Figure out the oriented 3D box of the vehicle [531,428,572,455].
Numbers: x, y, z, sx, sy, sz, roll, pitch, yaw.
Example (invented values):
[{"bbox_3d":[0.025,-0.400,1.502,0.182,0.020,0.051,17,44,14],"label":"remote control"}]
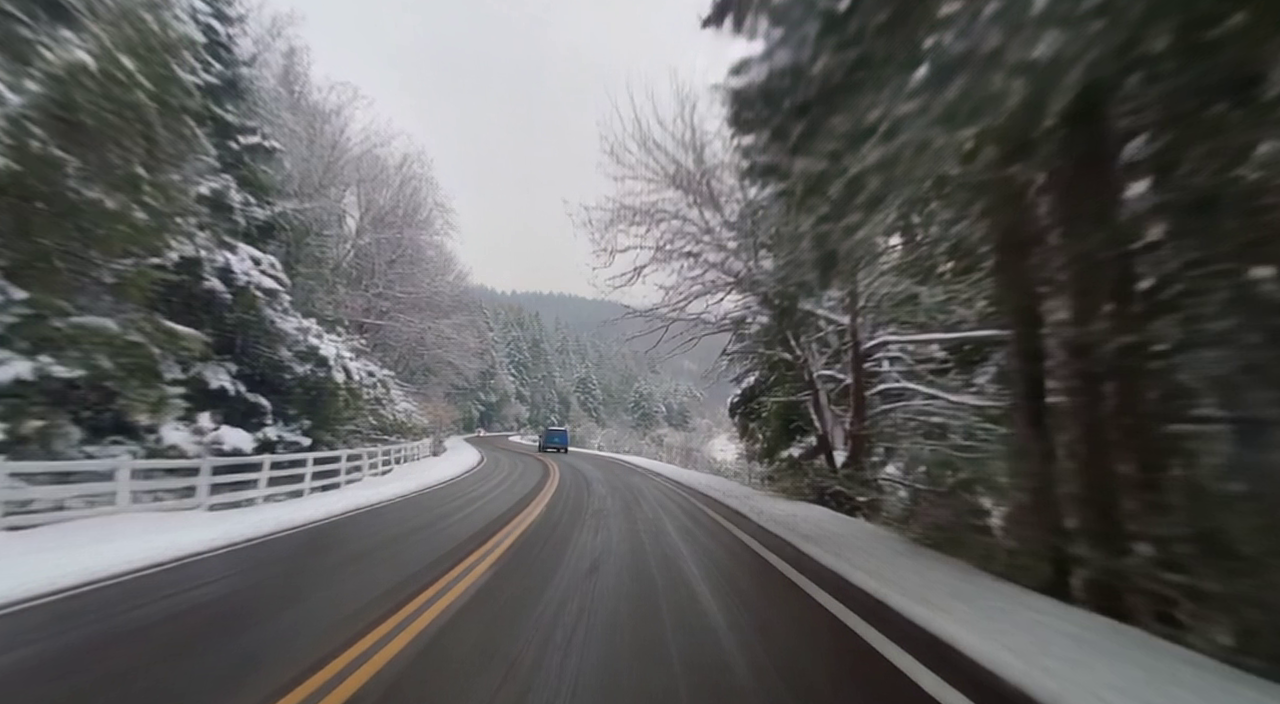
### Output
[{"bbox_3d":[-6.967,6.990,49.309,2.439,1.912,5.605,2,-8,-15],"label":"vehicle"}]
